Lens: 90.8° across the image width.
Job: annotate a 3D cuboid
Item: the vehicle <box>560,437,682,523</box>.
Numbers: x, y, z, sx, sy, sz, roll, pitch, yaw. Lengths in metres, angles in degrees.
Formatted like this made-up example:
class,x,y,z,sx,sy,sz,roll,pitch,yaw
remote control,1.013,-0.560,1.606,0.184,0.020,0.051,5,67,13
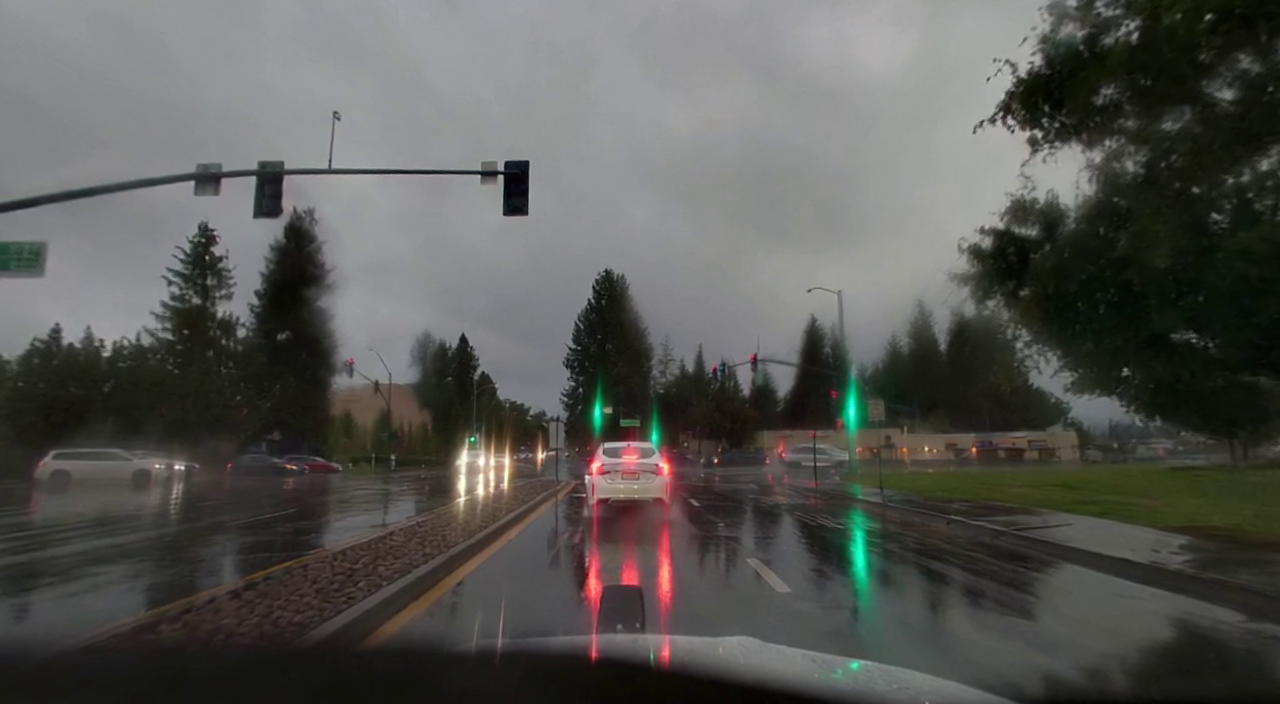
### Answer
class,x,y,z,sx,sy,sz,roll,pitch,yaw
vehicle,-0.350,2.535,13.115,2.112,1.479,4.264,0,-9,-1

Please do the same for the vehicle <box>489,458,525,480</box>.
class,x,y,z,sx,sy,sz,roll,pitch,yaw
vehicle,-10.306,9.103,49.398,2.078,1.534,4.646,1,-9,-3

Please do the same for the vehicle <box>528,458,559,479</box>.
class,x,y,z,sx,sy,sz,roll,pitch,yaw
vehicle,-7.299,8.819,48.117,2.077,1.449,4.838,1,-9,-5

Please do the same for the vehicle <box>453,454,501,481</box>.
class,x,y,z,sx,sy,sz,roll,pitch,yaw
vehicle,-9.498,6.731,37.118,2.073,1.459,4.495,1,-9,-6

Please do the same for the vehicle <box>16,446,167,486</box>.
class,x,y,z,sx,sy,sz,roll,pitch,yaw
vehicle,-25.690,5.339,29.780,4.877,1.754,1.978,2,-9,-13

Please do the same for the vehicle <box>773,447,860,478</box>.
class,x,y,z,sx,sy,sz,roll,pitch,yaw
vehicle,9.449,5.849,33.693,4.601,1.485,1.929,6,-10,-34

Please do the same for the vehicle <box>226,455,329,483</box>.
class,x,y,z,sx,sy,sz,roll,pitch,yaw
vehicle,-19.972,6.471,35.021,4.548,1.449,1.802,2,-9,-13
